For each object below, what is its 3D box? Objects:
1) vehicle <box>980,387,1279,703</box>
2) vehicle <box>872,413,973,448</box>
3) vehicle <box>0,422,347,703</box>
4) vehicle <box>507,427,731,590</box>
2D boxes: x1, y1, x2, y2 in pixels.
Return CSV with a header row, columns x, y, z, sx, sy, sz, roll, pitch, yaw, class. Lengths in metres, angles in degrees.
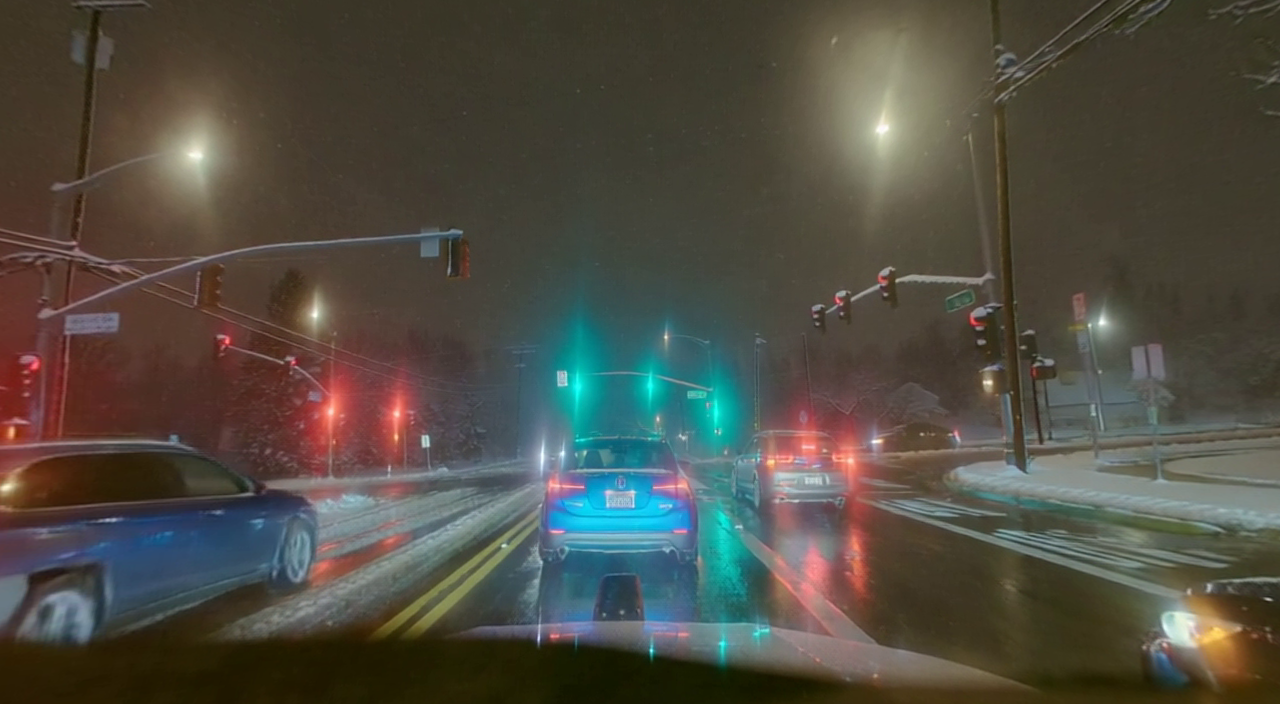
x,y,z,sx,sy,sz,roll,pitch,yaw,class
2.924,0.839,1.785,1.860,1.494,3.707,0,-8,1,vehicle
15.114,4.241,33.995,4.431,1.555,1.886,-4,-9,2,vehicle
-4.383,1.352,4.877,2.106,1.492,4.312,0,-8,1,vehicle
-0.225,1.753,7.986,2.061,1.485,4.196,0,-8,-1,vehicle
